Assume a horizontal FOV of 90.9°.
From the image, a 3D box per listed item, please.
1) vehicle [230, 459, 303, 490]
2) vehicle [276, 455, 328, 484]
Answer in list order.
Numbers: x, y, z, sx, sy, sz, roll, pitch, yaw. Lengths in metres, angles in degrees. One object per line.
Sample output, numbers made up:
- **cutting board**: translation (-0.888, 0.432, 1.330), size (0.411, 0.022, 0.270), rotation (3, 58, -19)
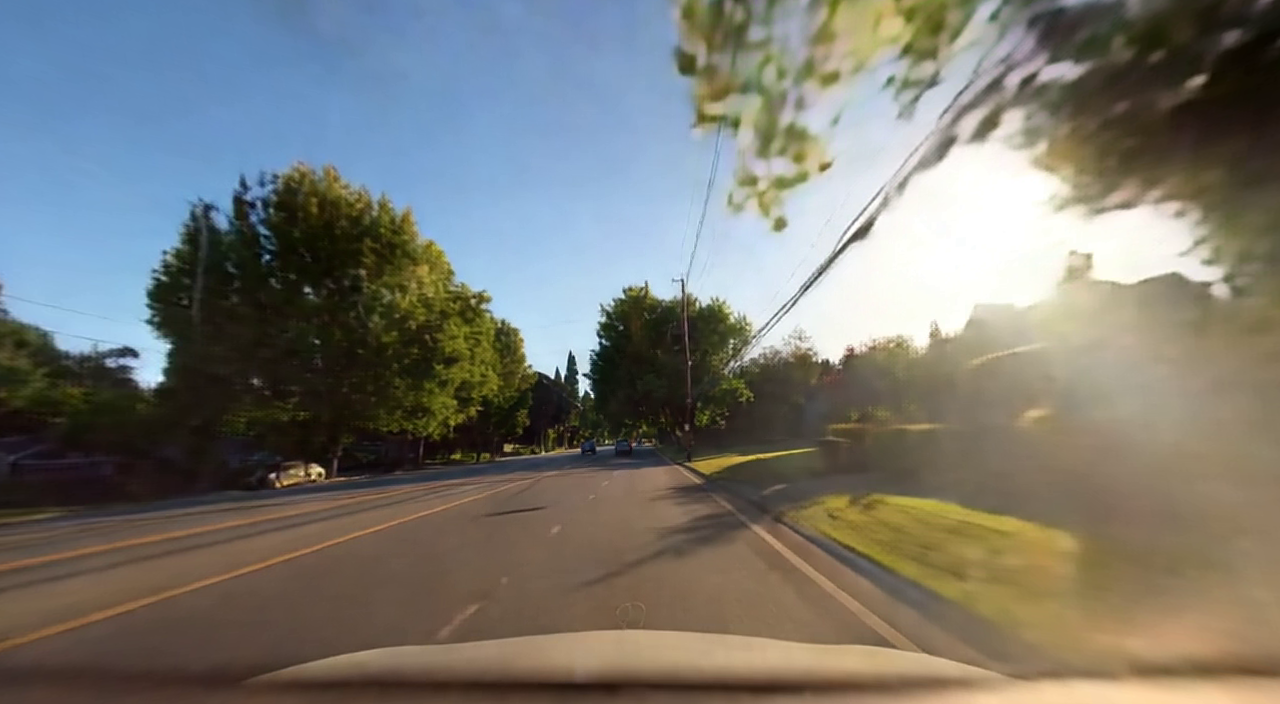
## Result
- **vehicle**: translation (-21.012, 6.905, 35.696), size (1.854, 1.504, 4.436), rotation (1, -8, -7)
- **vehicle**: translation (-22.182, 7.667, 41.538), size (1.891, 1.703, 4.976), rotation (2, -9, -16)
